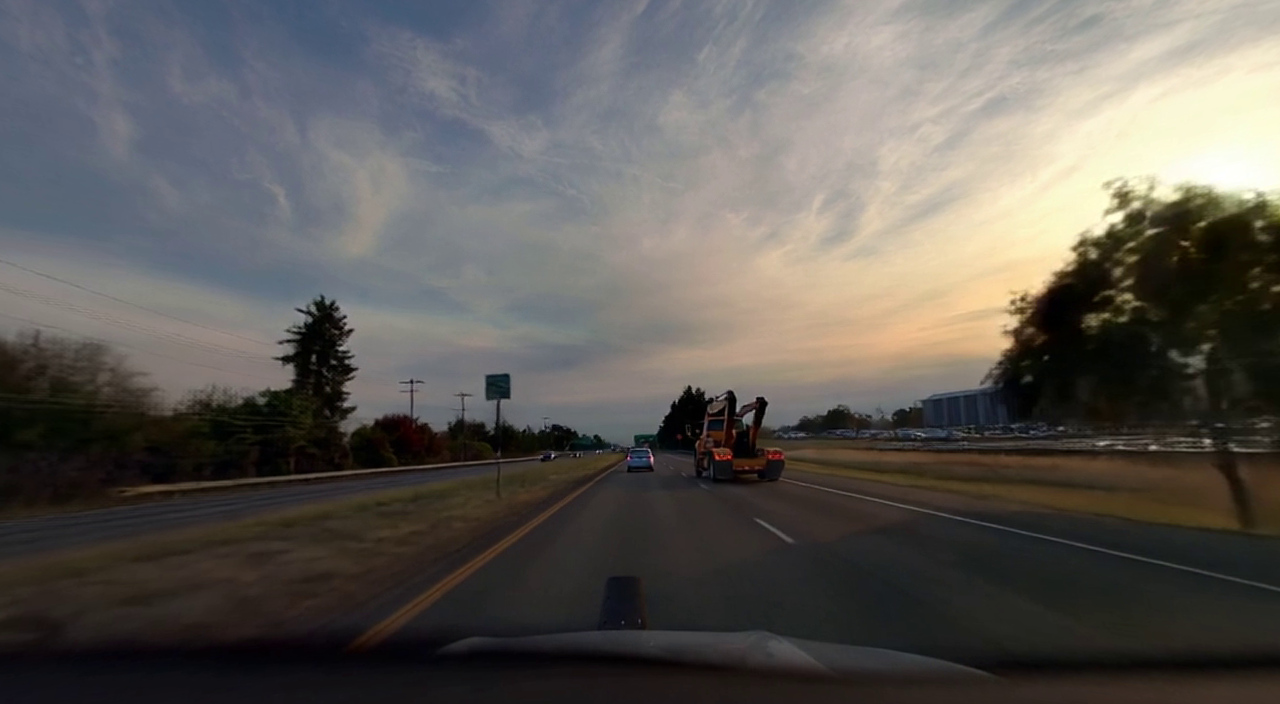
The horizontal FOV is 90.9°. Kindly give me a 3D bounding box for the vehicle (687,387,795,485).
[{"bbox_3d":[4.000,3.706,27.180,3.089,3.568,8.101,0,-9,-1],"label":"vehicle"}]

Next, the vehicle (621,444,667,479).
[{"bbox_3d":[0.162,5.158,29.854,2.045,1.527,4.023,0,-9,-1],"label":"vehicle"}]
